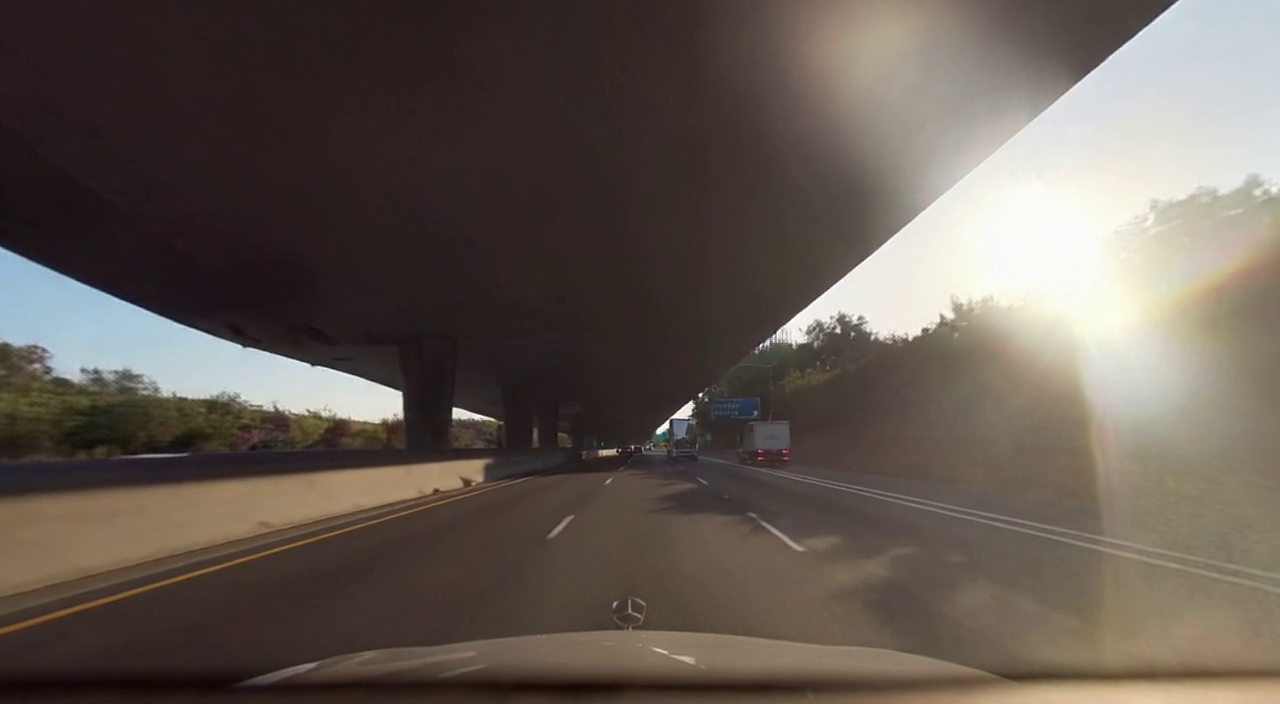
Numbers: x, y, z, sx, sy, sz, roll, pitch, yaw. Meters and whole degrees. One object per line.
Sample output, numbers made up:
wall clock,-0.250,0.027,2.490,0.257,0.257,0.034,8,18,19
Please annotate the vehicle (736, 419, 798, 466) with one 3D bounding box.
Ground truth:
vehicle,8.073,5.871,40.808,2.474,2.730,7.349,0,-8,0
